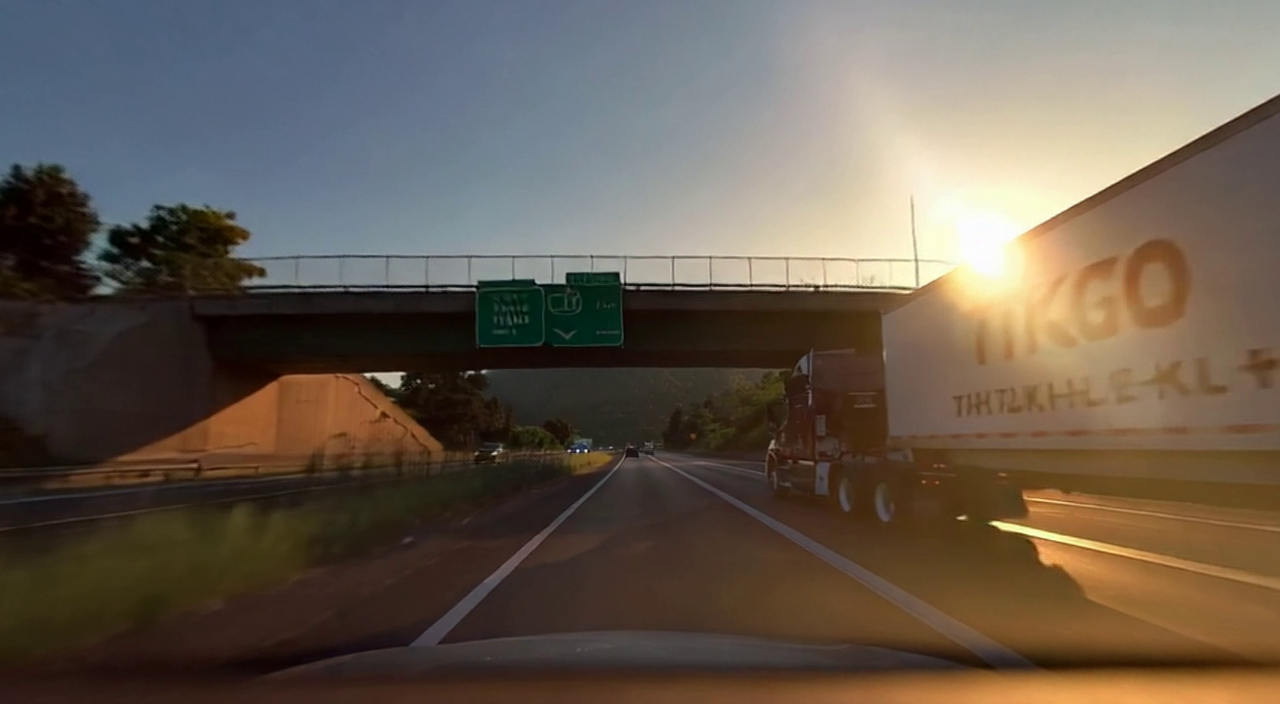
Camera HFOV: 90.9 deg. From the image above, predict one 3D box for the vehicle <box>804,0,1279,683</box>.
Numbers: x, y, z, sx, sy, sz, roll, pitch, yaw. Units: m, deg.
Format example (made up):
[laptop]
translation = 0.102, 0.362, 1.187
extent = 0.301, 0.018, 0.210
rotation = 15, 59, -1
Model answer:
[vehicle]
translation = 5.009, 0.148, 5.772
extent = 2.983, 4.030, 14.444
rotation = 0, -9, -1
